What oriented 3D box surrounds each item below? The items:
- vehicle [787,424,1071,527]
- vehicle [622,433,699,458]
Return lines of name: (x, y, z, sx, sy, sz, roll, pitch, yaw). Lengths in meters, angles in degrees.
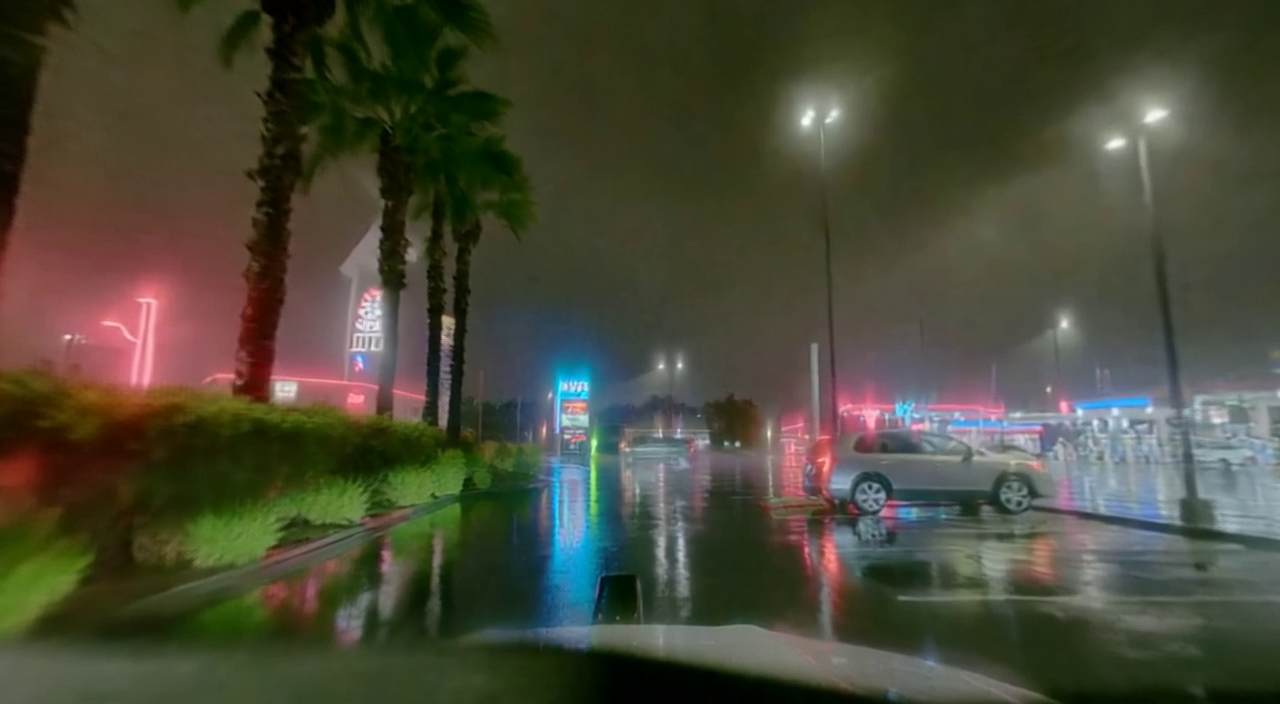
vehicle: (5.507, 2.400, 12.544, 4.560, 1.818, 2.148, 1, -9, -3)
vehicle: (1.535, 7.271, 49.007, 5.763, 1.840, 2.077, 1, -9, -2)
